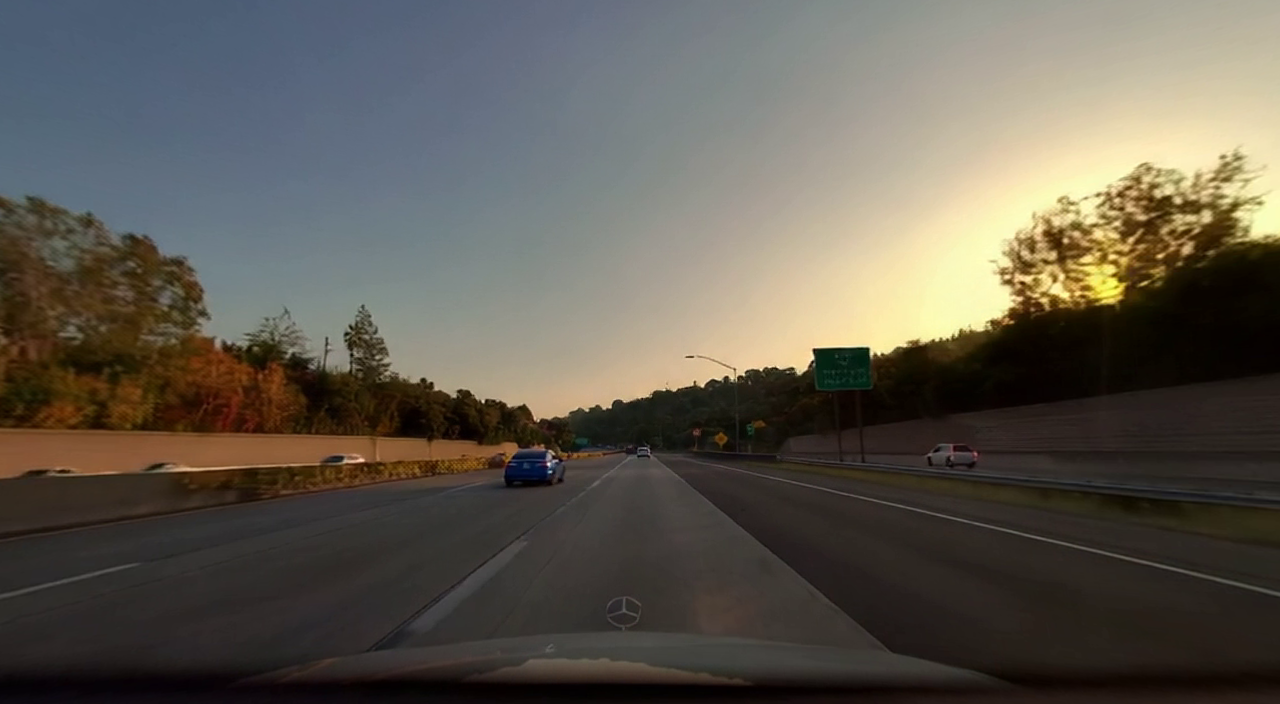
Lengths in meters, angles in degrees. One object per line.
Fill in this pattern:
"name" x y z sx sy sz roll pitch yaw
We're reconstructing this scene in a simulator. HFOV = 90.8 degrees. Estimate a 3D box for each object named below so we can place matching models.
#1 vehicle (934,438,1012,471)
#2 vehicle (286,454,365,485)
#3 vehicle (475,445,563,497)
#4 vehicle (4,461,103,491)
"vehicle" 18.497 5.718 35.310 1.925 1.648 4.367 0 -9 -1
"vehicle" -16.619 6.206 33.619 1.856 1.448 4.515 0 -9 0
"vehicle" -3.675 3.698 20.081 1.873 1.438 4.546 -1 -9 0
"vehicle" -31.112 6.553 33.609 1.737 1.436 3.586 0 -9 0
